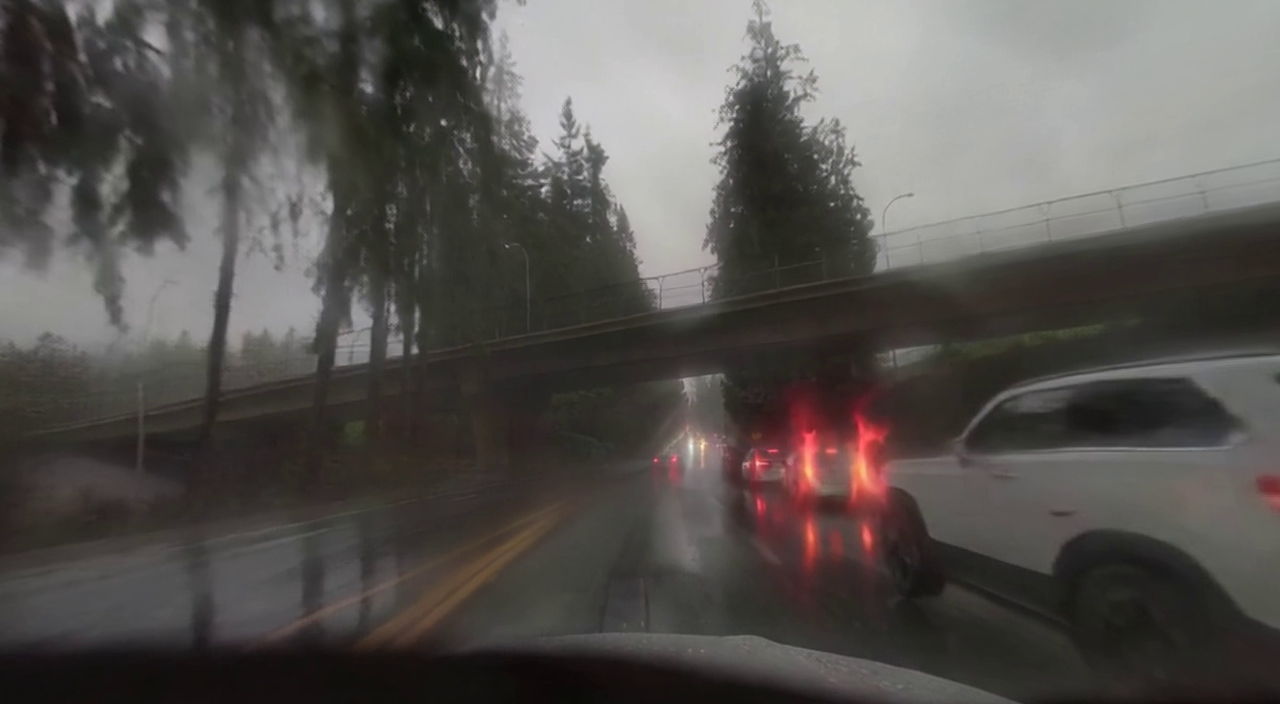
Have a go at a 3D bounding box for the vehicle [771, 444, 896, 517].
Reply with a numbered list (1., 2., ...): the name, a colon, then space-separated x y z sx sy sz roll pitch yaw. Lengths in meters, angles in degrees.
1. vehicle: 4.505 3.027 15.311 1.911 1.525 3.755 0 -9 2

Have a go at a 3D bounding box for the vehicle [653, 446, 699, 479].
1. vehicle: 1.839 5.404 31.092 2.078 1.506 4.058 -1 -9 6

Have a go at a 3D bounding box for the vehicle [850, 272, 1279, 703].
1. vehicle: 3.444 1.033 4.415 2.273 1.944 4.866 0 -9 0
